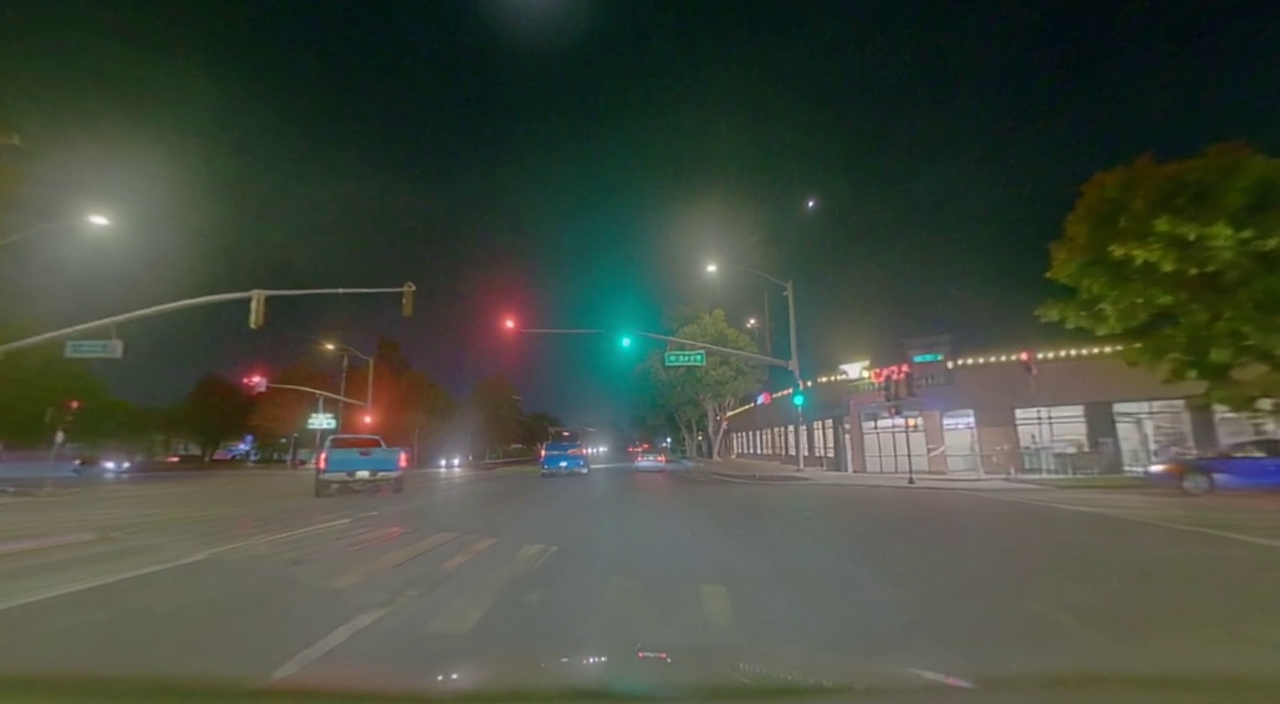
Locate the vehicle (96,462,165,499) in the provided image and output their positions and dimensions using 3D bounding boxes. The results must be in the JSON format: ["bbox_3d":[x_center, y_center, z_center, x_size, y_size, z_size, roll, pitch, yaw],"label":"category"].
[{"bbox_3d":[-23.925,5.938,29.596,1.915,1.480,4.432,8,-12,-44],"label":"vehicle"}]

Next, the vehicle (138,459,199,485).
[{"bbox_3d":[-30.235,7.642,40.466,4.125,1.460,1.967,-7,-11,37],"label":"vehicle"}]

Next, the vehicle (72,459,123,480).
[{"bbox_3d":[-42.153,9.082,49.058,4.332,1.453,1.932,-6,-10,35],"label":"vehicle"}]

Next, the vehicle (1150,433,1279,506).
[{"bbox_3d":[14.120,2.537,13.801,4.406,1.512,1.935,-6,-10,35],"label":"vehicle"}]

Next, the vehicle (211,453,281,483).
[{"bbox_3d":[-26.012,7.558,41.623,5.425,1.787,2.191,-7,-11,39],"label":"vehicle"}]

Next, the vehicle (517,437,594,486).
[{"bbox_3d":[-3.321,4.463,26.039,2.464,1.777,5.128,0,-9,0],"label":"vehicle"}]

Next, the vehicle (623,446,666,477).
[{"bbox_3d":[0.223,5.586,32.456,2.103,1.487,4.101,0,-9,0],"label":"vehicle"}]

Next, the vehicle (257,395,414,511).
[{"bbox_3d":[-7.920,2.680,17.077,2.507,2.667,4.567,1,-9,-9],"label":"vehicle"}]
